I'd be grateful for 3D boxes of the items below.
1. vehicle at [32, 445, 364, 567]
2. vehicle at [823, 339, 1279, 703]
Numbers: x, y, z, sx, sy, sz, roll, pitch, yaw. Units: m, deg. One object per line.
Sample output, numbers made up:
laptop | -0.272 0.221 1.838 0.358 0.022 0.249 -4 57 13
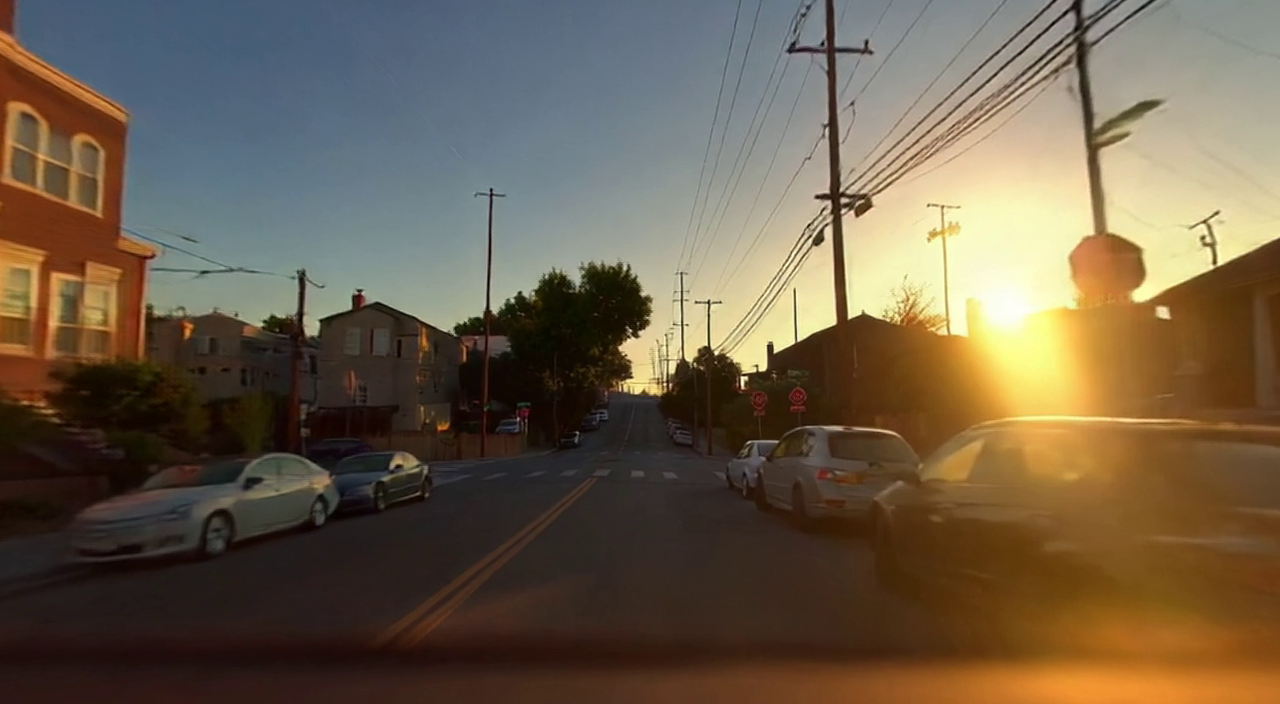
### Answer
vehicle | -6.383 2.207 9.995 2.098 1.454 4.449 0 -8 -1
vehicle | 3.283 1.211 5.010 2.086 1.759 5.461 0 -8 1
